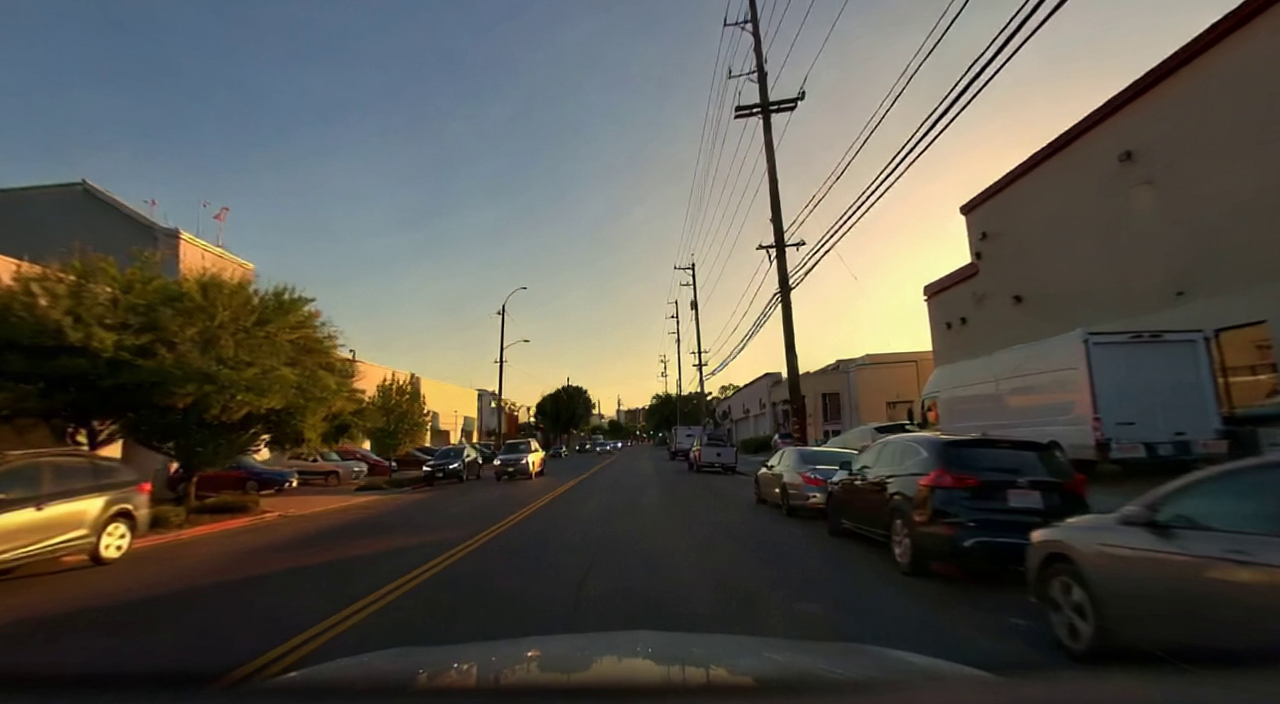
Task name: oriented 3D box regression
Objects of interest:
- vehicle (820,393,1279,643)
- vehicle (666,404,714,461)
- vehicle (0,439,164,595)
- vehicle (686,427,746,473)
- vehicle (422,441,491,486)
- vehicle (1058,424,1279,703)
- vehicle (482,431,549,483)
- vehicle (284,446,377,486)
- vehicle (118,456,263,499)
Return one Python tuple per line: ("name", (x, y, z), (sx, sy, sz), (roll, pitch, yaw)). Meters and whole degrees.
("vehicle", (3.598, 1.497, 6.810), (1.911, 1.654, 5.061), (0, -9, 1))
("vehicle", (3.549, 6.082, 46.884), (2.874, 3.757, 8.612), (0, -9, 0))
("vehicle", (-8.421, 2.032, 7.748), (1.909, 1.778, 4.383), (-3, -8, -2))
("vehicle", (3.564, 4.795, 30.896), (2.249, 2.026, 6.211), (0, -9, 1))
("vehicle", (-8.339, 5.071, 29.041), (1.921, 1.750, 4.208), (-4, -9, -1))
("vehicle", (3.533, 0.869, 1.614), (1.948, 1.433, 4.385), (0, -9, 1))
("vehicle", (-5.324, 4.564, 27.664), (2.254, 1.963, 4.823), (-2, -9, -5))
("vehicle", (-14.286, 5.268, 29.515), (2.016, 1.721, 4.410), (-1, -9, 1))
("vehicle", (-17.253, 4.823, 24.412), (4.136, 1.510, 1.842), (0, -9, 0))
